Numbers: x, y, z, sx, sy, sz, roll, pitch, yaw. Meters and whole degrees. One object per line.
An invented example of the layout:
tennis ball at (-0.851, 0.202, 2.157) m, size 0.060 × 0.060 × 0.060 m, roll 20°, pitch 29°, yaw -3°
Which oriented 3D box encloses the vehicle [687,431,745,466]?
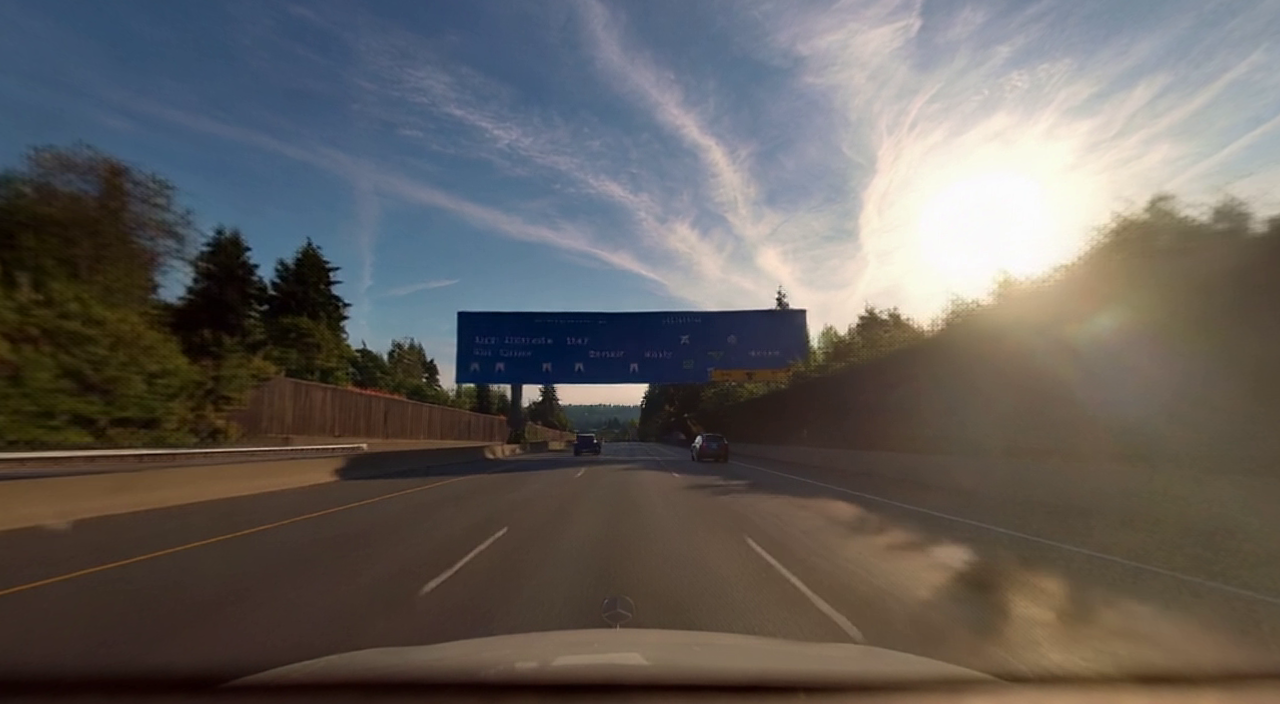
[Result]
vehicle at (3.533, 4.572, 29.964) m, size 2.077 × 1.523 × 4.539 m, roll 0°, pitch -8°, yaw -2°

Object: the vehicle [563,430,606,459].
vehicle at (-3.383, 5.722, 39.008) m, size 2.219 × 1.660 × 4.153 m, roll 0°, pitch -8°, yaw 1°
